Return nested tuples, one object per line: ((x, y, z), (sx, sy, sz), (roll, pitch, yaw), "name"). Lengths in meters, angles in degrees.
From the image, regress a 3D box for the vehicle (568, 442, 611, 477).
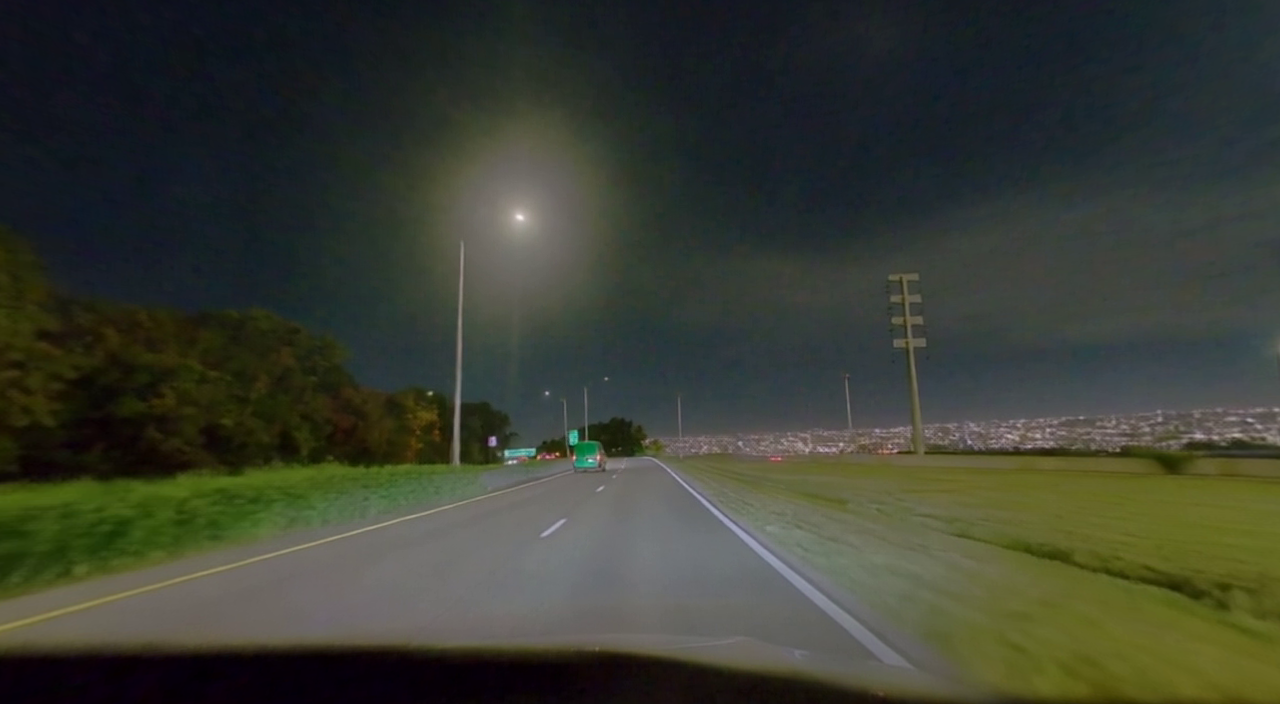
((-3.027, 6.612, 38.878), (2.270, 2.023, 4.632), (0, -9, 0), "vehicle")
